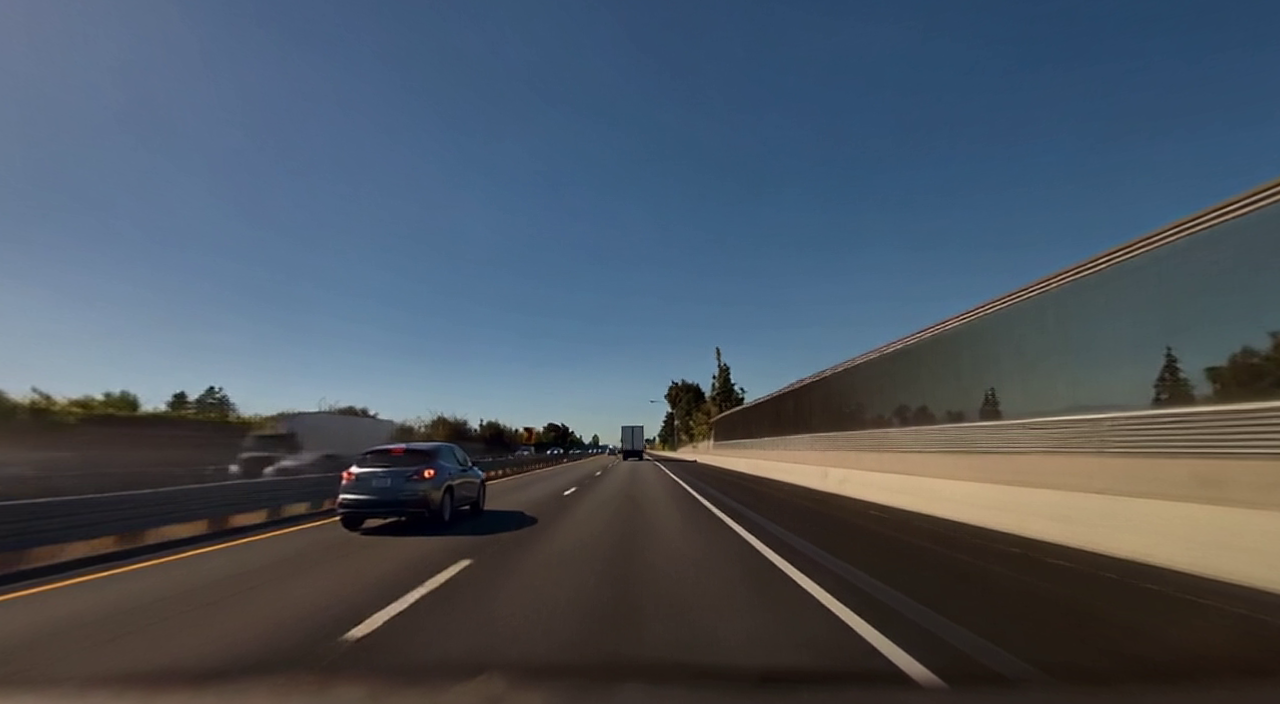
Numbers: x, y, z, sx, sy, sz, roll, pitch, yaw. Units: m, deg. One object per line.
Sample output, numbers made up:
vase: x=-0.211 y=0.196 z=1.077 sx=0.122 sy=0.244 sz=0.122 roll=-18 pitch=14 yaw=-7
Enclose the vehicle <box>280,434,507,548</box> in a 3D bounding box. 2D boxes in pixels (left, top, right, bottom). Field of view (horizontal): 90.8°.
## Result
vehicle: x=-3.919 y=2.292 z=11.099 sx=2.118 sy=1.562 sz=4.541 roll=0 pitch=-9 yaw=1
